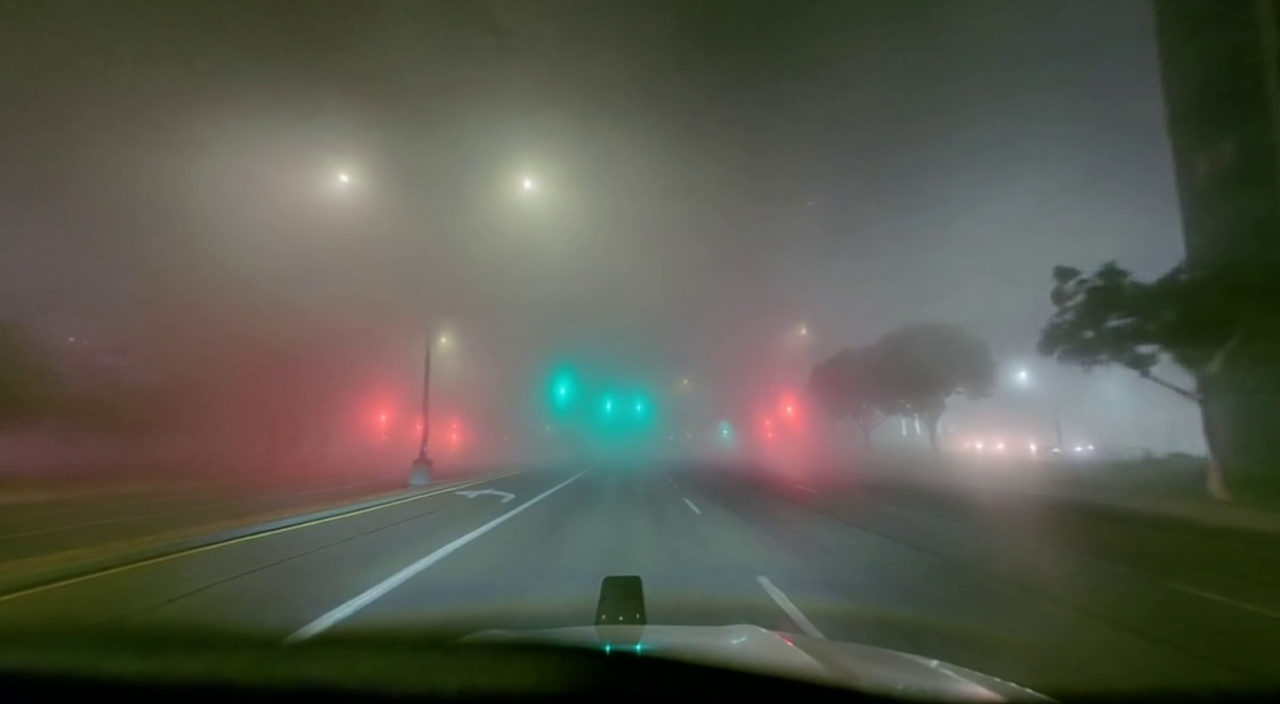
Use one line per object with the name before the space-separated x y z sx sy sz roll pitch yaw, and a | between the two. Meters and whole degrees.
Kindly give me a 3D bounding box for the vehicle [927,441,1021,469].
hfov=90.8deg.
vehicle | 19.194 5.888 36.398 4.376 1.483 1.828 -8 -12 44
